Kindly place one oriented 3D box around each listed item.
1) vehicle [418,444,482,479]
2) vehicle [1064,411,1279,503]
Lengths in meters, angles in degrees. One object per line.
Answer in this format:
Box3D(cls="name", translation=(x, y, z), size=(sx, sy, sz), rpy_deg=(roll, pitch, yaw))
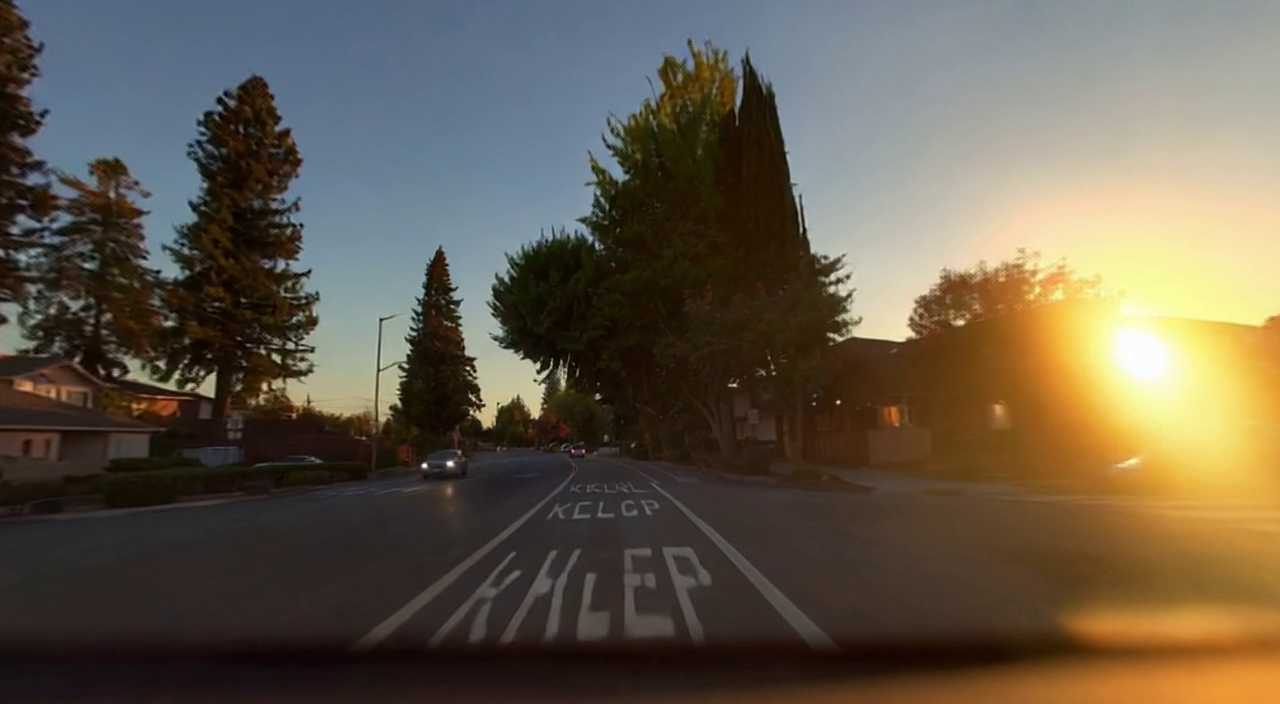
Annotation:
Box3D(cls="vehicle", translation=(-10.408, 5.999, 34.937), size=(2.053, 1.727, 4.651), rpy_deg=(-1, -8, 0))
Box3D(cls="vehicle", translation=(11.591, 2.061, 12.648), size=(4.702, 1.661, 1.977), rpy_deg=(-1, -8, 1))
